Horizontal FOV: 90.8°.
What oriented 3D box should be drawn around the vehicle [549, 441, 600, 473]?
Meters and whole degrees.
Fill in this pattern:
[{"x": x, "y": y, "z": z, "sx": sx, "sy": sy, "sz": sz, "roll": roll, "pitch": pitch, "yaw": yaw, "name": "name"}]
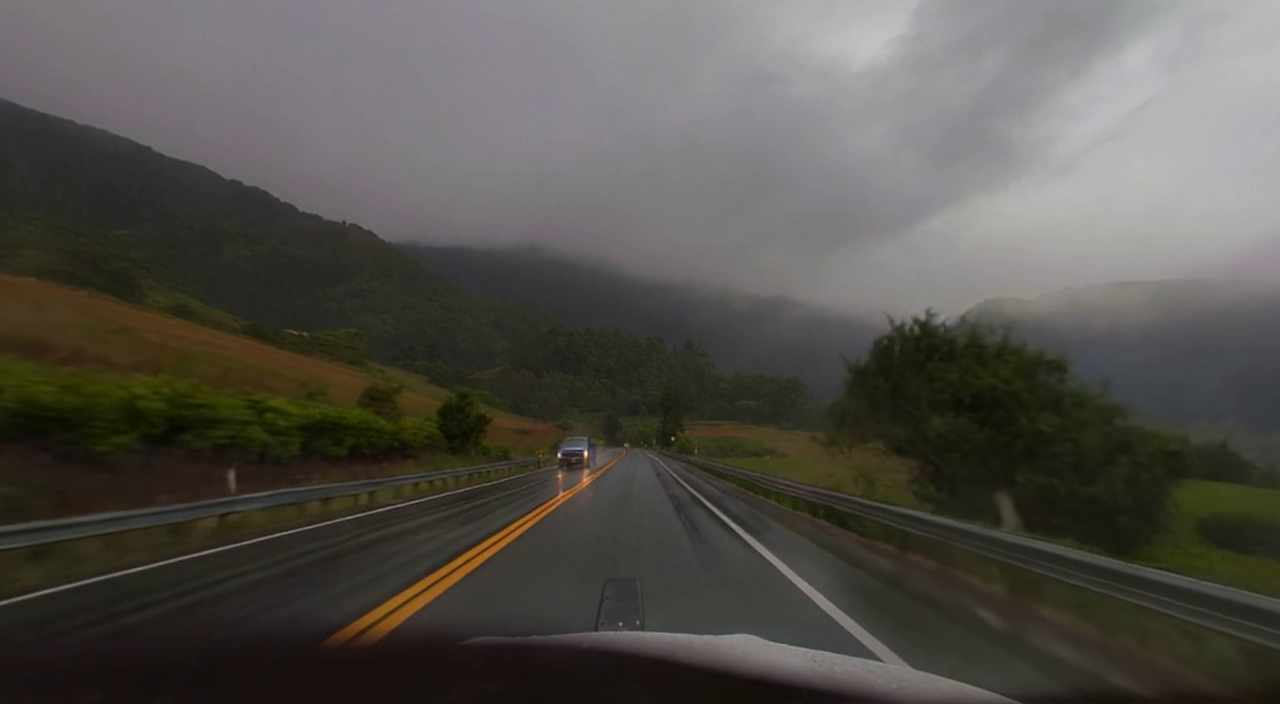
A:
[{"x": -3.831, "y": 6.299, "z": 38.100, "sx": 2.415, "sy": 1.750, "sz": 4.927, "roll": 0, "pitch": -9, "yaw": 1, "name": "vehicle"}]
